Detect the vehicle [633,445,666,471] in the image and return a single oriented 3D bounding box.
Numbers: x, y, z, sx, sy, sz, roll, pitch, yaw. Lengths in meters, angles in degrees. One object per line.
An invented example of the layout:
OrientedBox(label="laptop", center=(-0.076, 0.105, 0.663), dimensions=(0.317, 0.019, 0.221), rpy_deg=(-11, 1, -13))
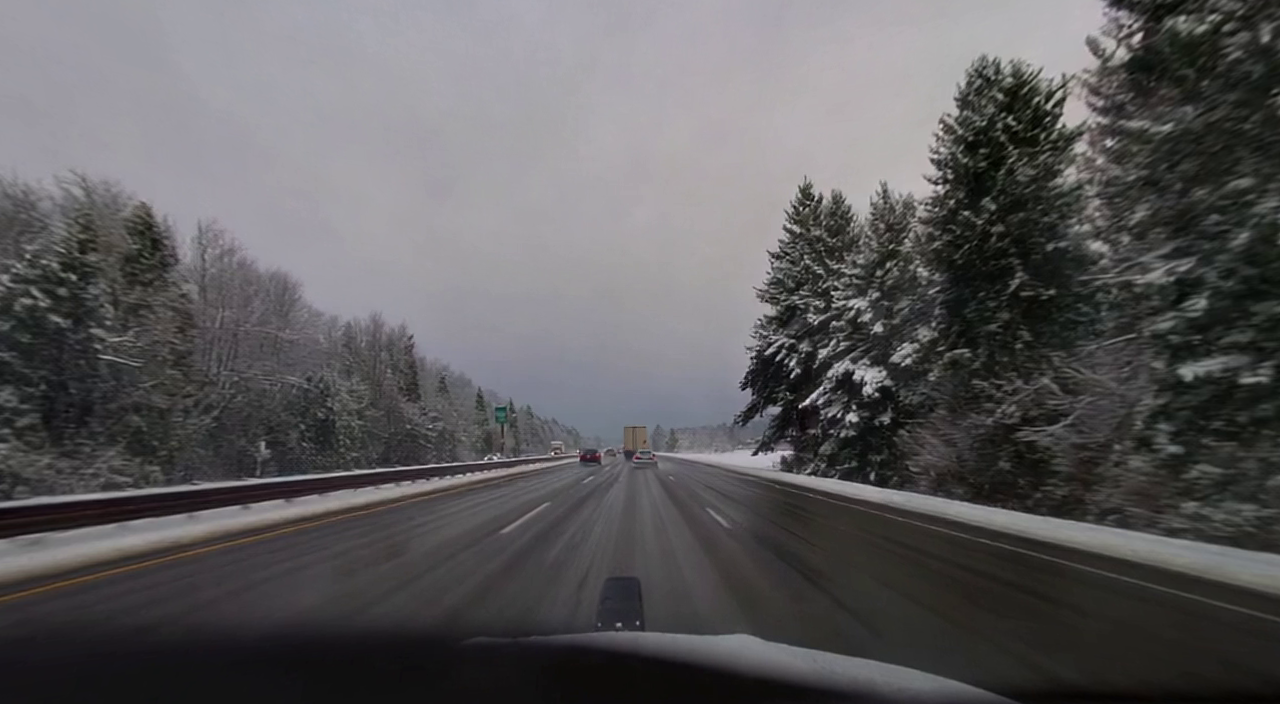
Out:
OrientedBox(label="vehicle", center=(0.558, 6.891, 41.120), dimensions=(1.992, 1.593, 3.937), rpy_deg=(0, -9, -1))
